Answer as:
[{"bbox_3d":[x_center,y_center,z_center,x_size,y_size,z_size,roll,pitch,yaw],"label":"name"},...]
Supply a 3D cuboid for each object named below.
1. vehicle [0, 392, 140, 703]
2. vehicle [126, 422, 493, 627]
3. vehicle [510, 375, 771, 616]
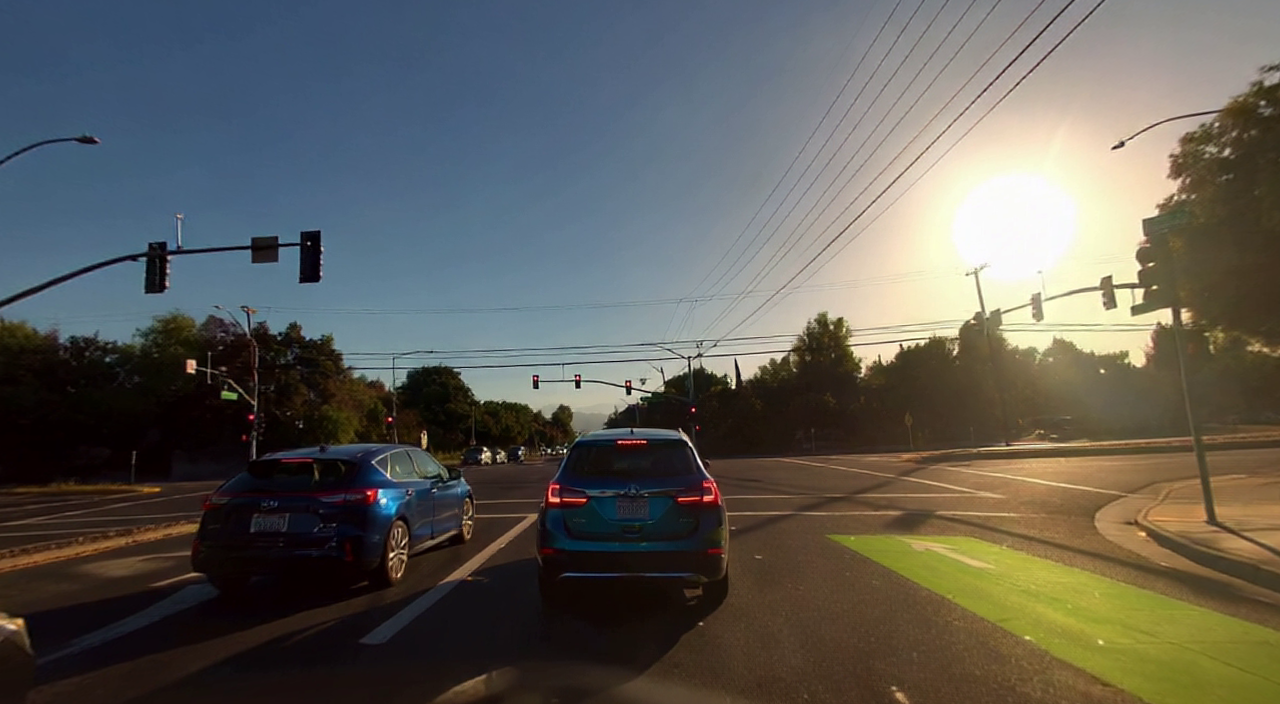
[{"bbox_3d":[-3.479,0.612,0.318,2.138,1.488,5.327,0,-8,0],"label":"vehicle"},{"bbox_3d":[-2.937,1.618,6.724,1.726,1.506,3.840,0,-10,1],"label":"vehicle"},{"bbox_3d":[-0.030,1.561,7.642,2.036,1.885,5.196,0,-10,-1],"label":"vehicle"}]
